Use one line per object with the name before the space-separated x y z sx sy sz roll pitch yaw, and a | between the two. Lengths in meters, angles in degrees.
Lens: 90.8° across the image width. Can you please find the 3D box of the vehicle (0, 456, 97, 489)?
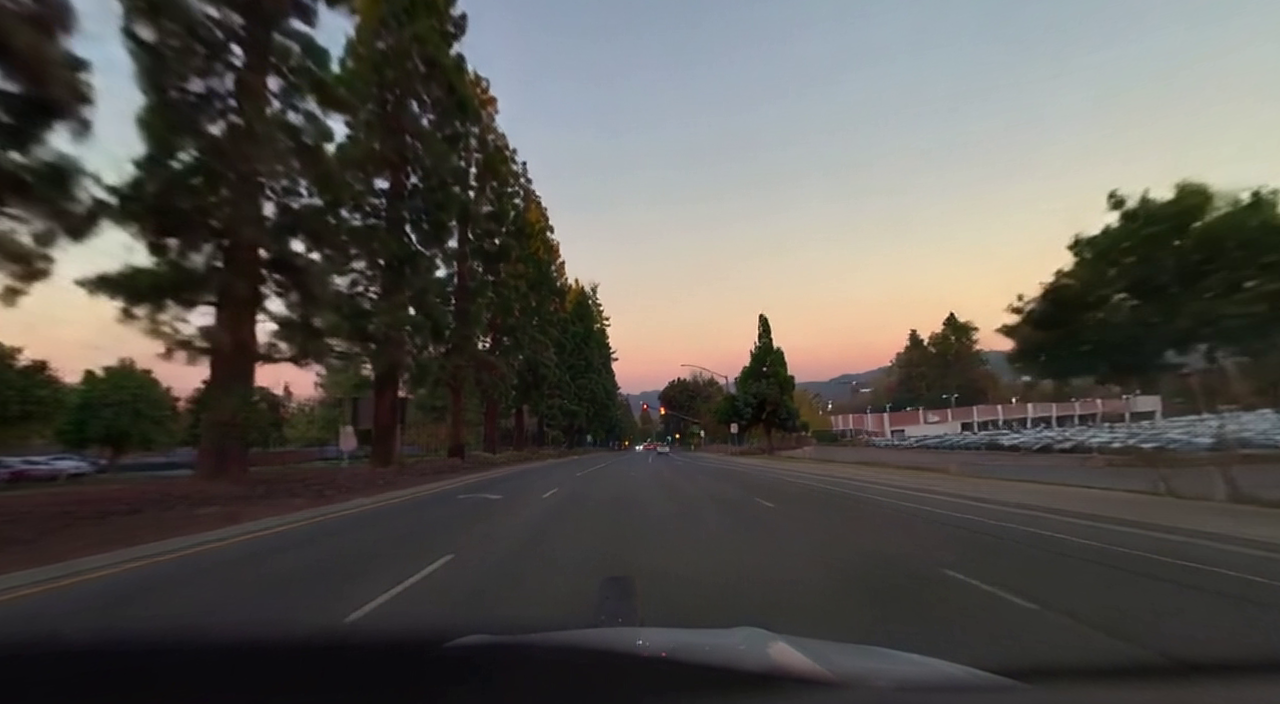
vehicle | -32.884 6.597 34.839 1.994 1.599 4.308 -2 -9 0
